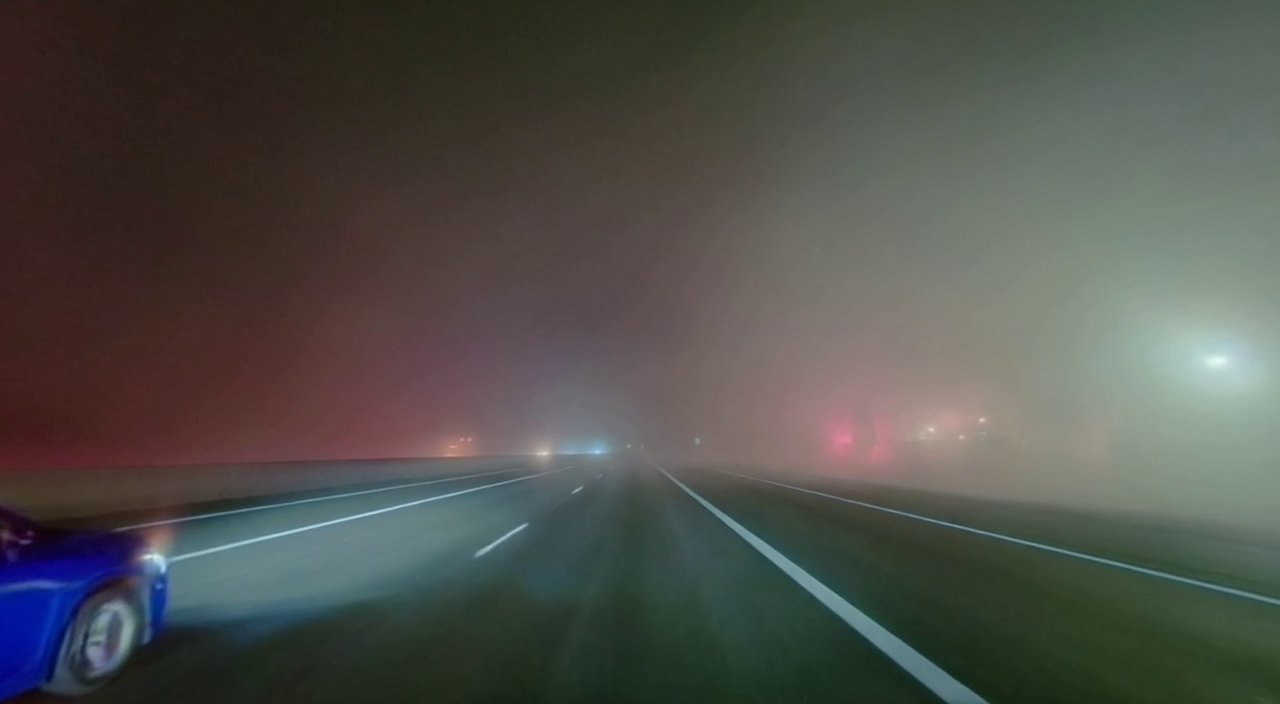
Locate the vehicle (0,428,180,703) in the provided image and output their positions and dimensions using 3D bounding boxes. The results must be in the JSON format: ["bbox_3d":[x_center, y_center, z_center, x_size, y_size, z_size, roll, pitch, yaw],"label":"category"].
[{"bbox_3d":[-3.902,0.965,2.020,1.935,1.479,3.787,0,-9,1],"label":"vehicle"}]
